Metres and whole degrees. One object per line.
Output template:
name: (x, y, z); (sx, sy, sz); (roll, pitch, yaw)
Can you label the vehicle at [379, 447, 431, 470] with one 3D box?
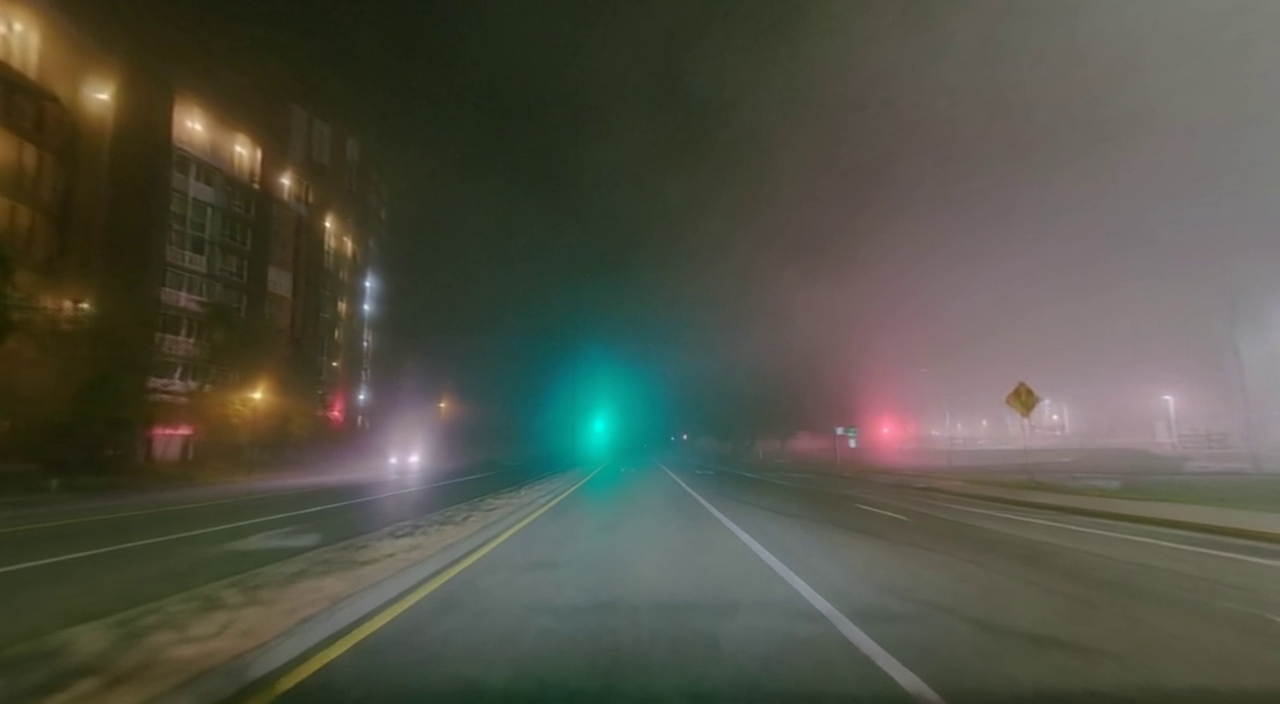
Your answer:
vehicle: (-16.126, 7.289, 43.589); (1.908, 1.492, 4.285); (0, -9, 1)
